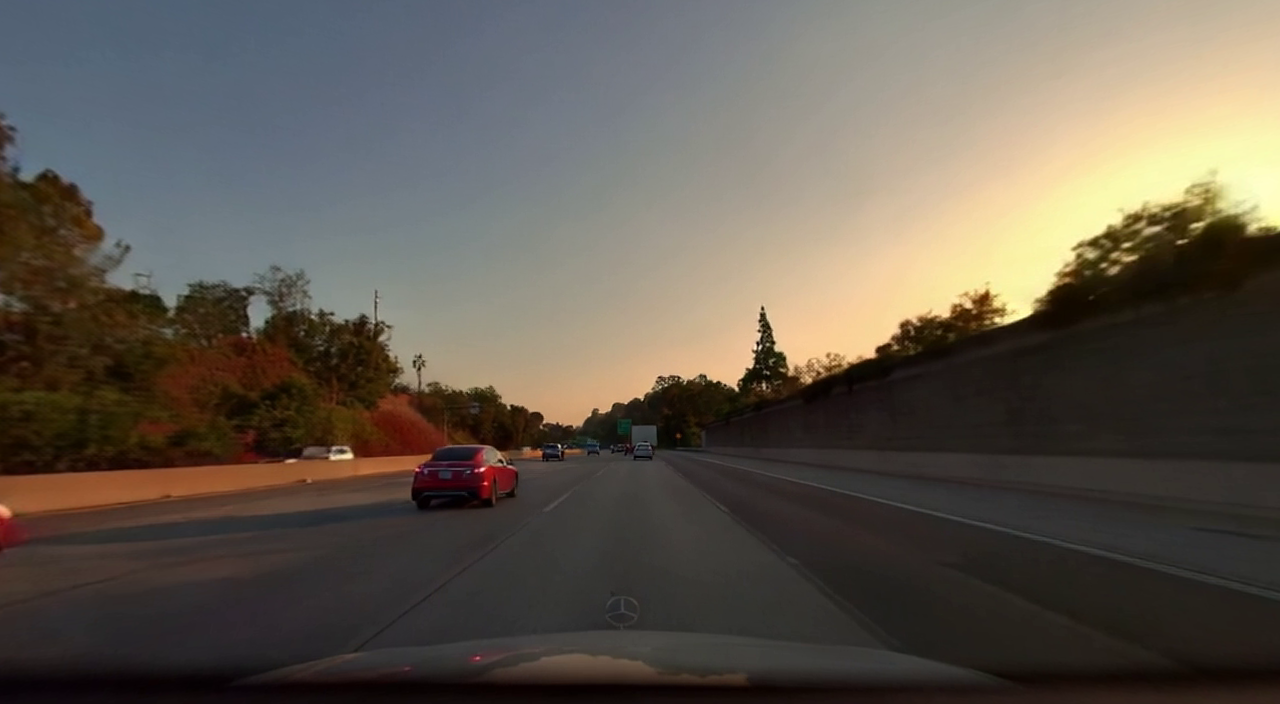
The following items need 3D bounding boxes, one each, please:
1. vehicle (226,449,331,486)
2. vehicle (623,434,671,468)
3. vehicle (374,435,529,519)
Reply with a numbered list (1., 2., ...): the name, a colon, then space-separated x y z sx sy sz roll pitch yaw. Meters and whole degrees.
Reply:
1. vehicle: -16.759 5.342 29.499 2.115 1.526 4.617 0 -9 1
2. vehicle: 0.383 6.193 39.638 2.856 1.994 4.931 0 -8 -1
3. vehicle: -3.822 2.598 13.671 2.000 1.512 4.371 0 -8 0
